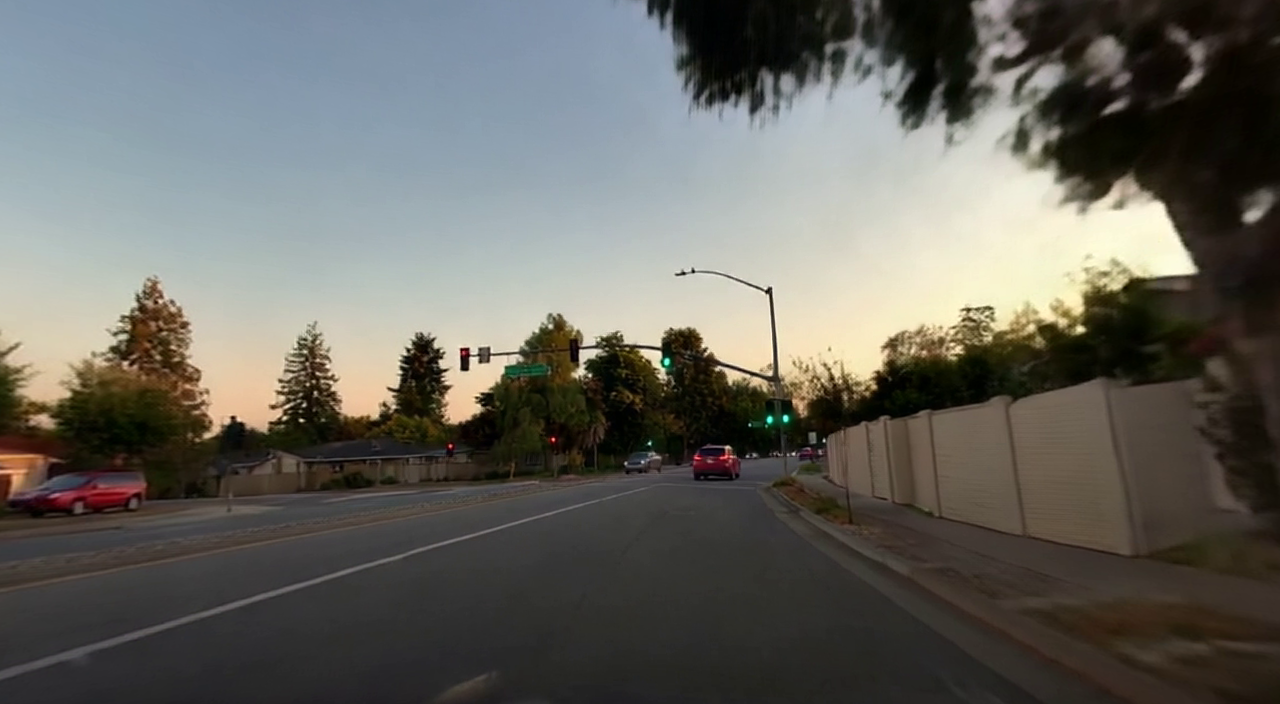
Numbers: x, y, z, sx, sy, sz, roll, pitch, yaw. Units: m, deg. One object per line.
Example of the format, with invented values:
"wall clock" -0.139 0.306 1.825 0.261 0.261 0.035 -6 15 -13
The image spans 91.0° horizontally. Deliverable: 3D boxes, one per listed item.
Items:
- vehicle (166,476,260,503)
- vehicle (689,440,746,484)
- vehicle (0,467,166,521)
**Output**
"vehicle" -29.706 9.571 43.916 4.697 1.691 2.486 0 -8 -3
"vehicle" 3.855 5.254 30.423 2.059 1.908 4.714 -2 -9 15
"vehicle" -24.329 6.149 27.734 2.332 1.896 5.688 0 -8 1
